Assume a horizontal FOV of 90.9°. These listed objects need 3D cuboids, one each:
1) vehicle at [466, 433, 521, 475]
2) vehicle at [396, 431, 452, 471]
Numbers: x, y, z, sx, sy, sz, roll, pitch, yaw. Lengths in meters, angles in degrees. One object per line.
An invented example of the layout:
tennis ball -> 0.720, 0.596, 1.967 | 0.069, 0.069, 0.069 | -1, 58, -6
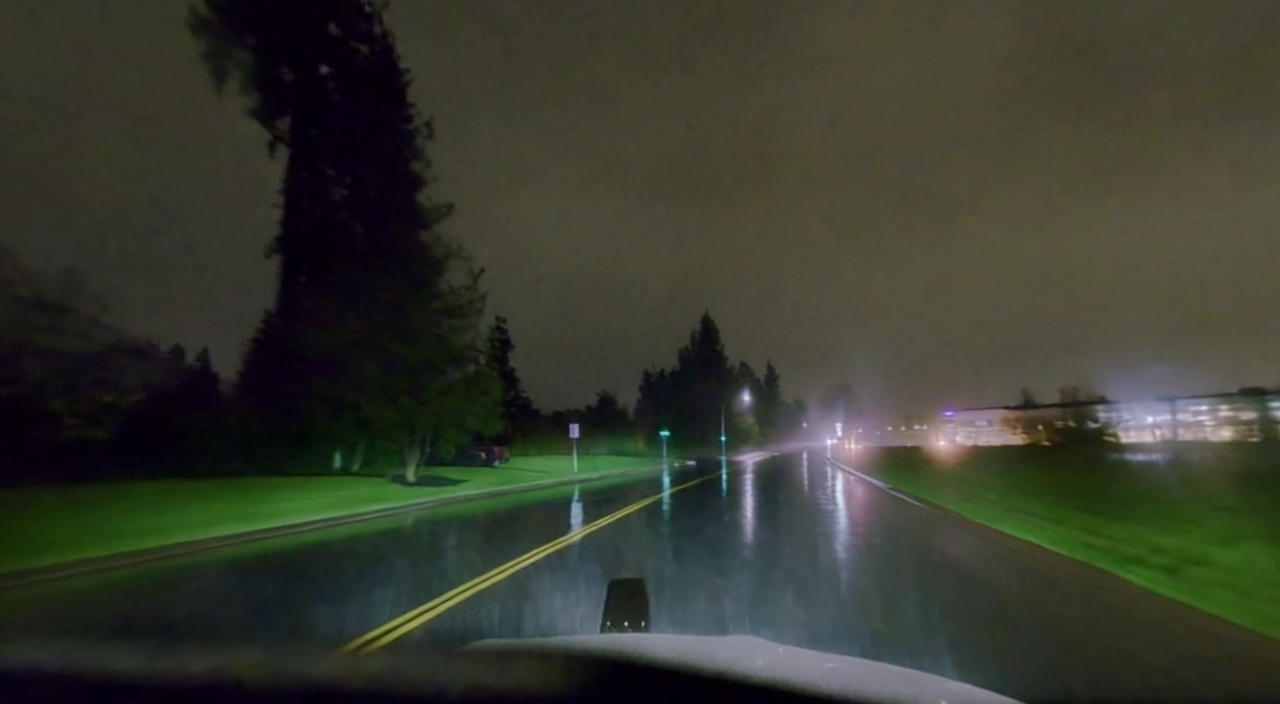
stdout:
vehicle -> -6.927, 4.846, 30.058 | 2.244, 1.796, 5.170 | 2, -9, -12
vehicle -> -10.553, 4.781, 30.638 | 2.192, 1.740, 4.521 | 4, -9, -22
